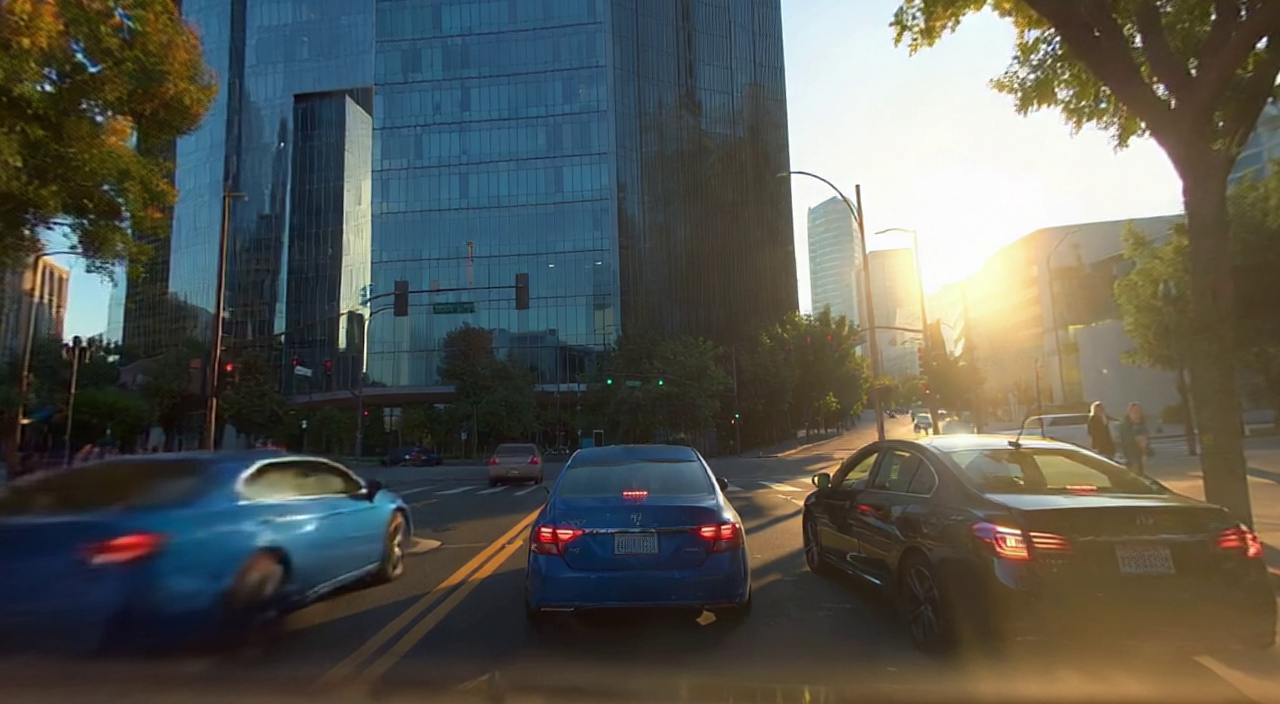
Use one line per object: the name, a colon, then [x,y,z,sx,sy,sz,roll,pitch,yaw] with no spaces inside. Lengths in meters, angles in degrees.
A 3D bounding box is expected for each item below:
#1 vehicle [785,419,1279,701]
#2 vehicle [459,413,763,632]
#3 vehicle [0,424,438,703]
vehicle: [2.757,1.403,5.452,1.952,1.464,4.165,0,-8,-1]
vehicle: [-0.266,1.465,6.411,2.072,1.476,4.078,0,-8,-2]
vehicle: [-3.444,1.385,5.173,1.957,1.427,4.531,0,-8,1]
